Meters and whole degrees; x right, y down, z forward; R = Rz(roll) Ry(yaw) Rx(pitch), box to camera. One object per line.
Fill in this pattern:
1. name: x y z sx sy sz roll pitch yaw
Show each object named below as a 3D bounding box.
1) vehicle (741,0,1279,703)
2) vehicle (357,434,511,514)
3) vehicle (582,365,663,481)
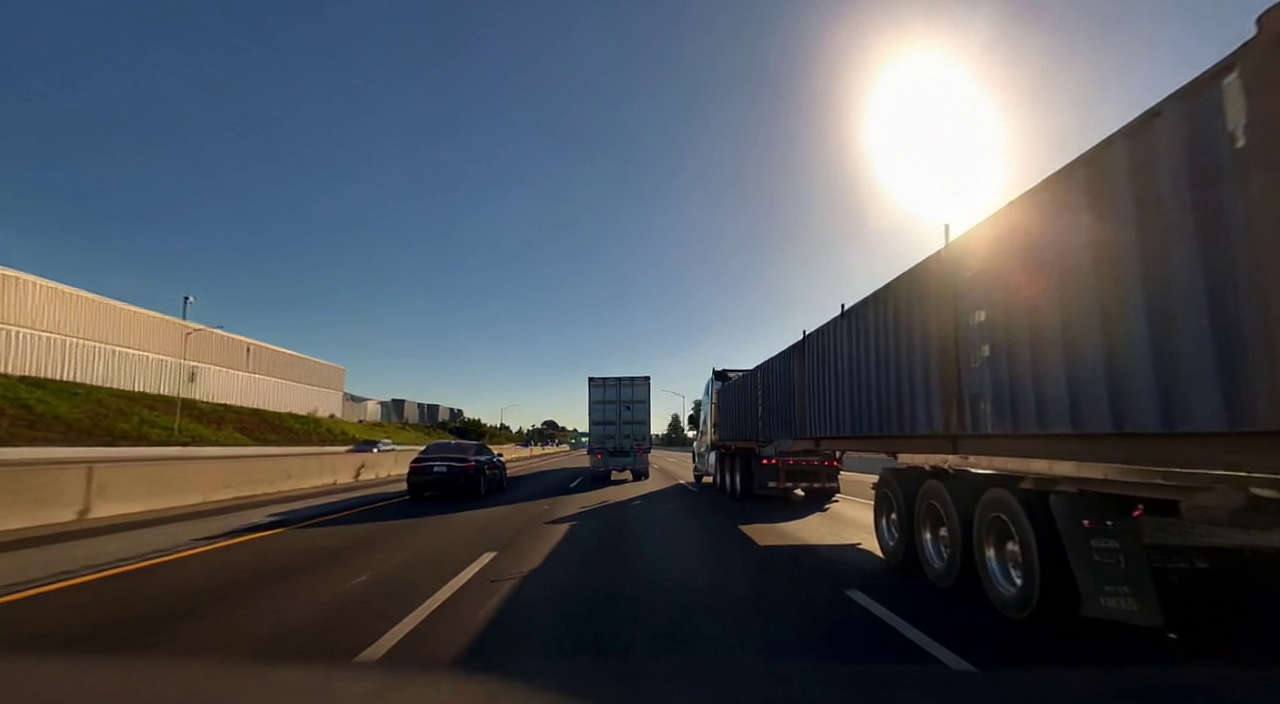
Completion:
1. vehicle: 3.745 0.387 7.670 2.803 4.072 12.744 0 -8 -1
2. vehicle: -4.346 2.637 14.239 1.994 1.471 4.591 0 -9 -1
3. vehicle: -0.579 3.400 28.543 2.841 4.071 12.046 -1 -9 1
